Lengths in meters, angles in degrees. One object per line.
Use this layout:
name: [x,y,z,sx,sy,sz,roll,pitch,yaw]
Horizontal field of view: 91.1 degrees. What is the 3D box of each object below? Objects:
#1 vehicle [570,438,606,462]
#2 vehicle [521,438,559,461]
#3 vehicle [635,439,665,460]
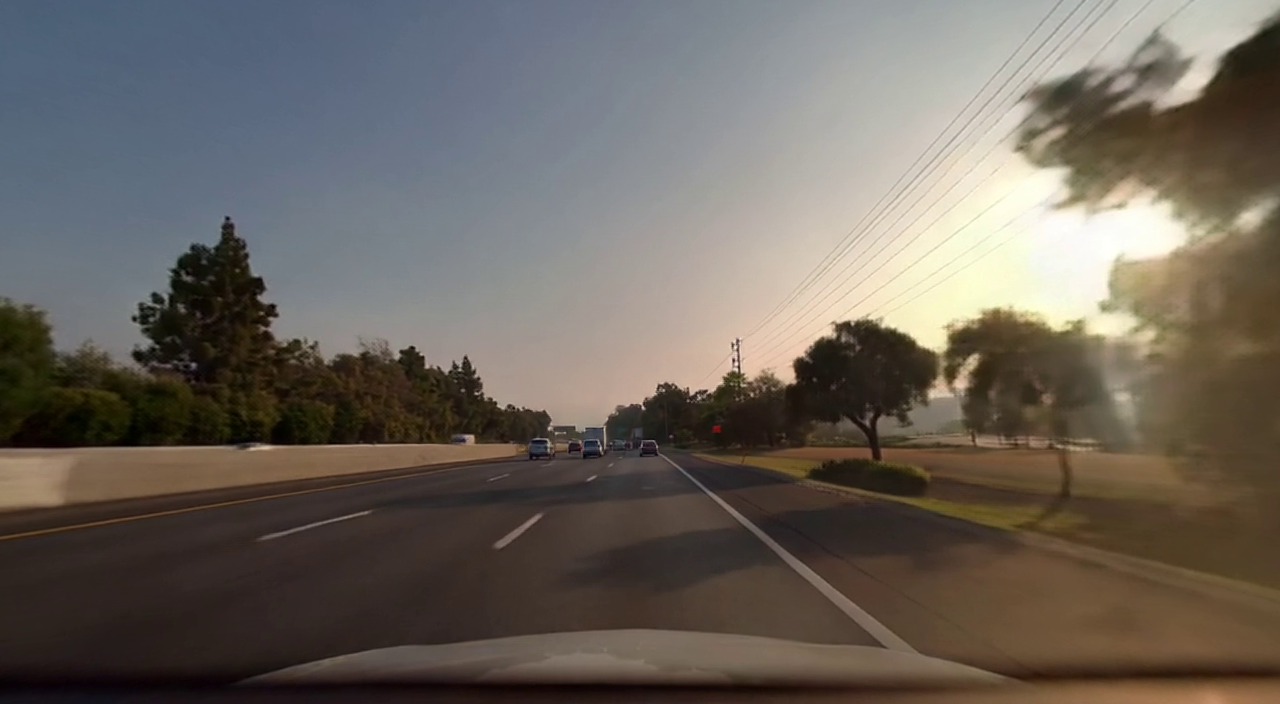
vehicle: [-3.441,6.568,42.294,2.046,1.478,4.111,0,-8,1]
vehicle: [-7.052,6.926,44.736,1.936,1.497,4.251,0,-8,1]
vehicle: [0.700,6.968,45.102,2.057,1.453,3.926,0,-8,1]
